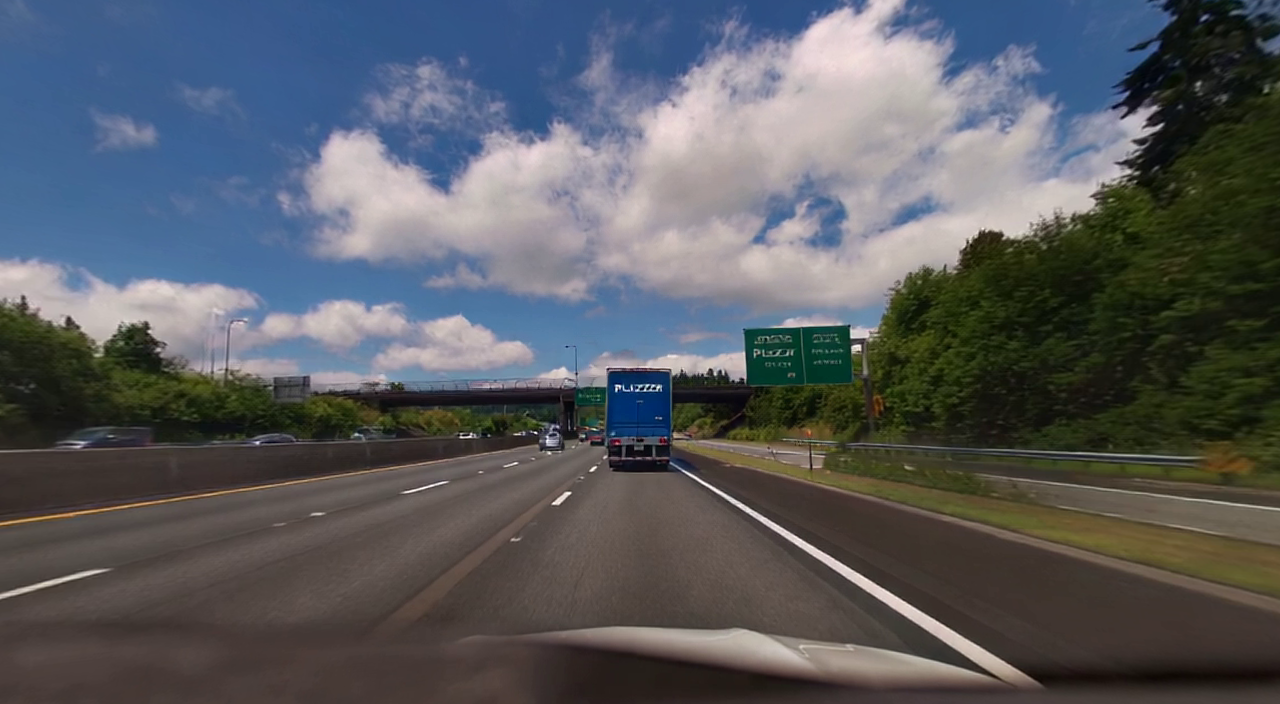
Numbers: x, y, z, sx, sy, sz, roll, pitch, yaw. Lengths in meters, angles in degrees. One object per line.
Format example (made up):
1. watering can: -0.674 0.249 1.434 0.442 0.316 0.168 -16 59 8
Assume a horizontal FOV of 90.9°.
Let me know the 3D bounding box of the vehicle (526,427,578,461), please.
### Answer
1. vehicle: -4.760 5.061 34.762 2.198 1.712 4.655 0 -8 -1

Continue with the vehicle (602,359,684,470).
1. vehicle: -0.116 3.023 28.476 2.926 3.959 11.818 0 -8 -2
